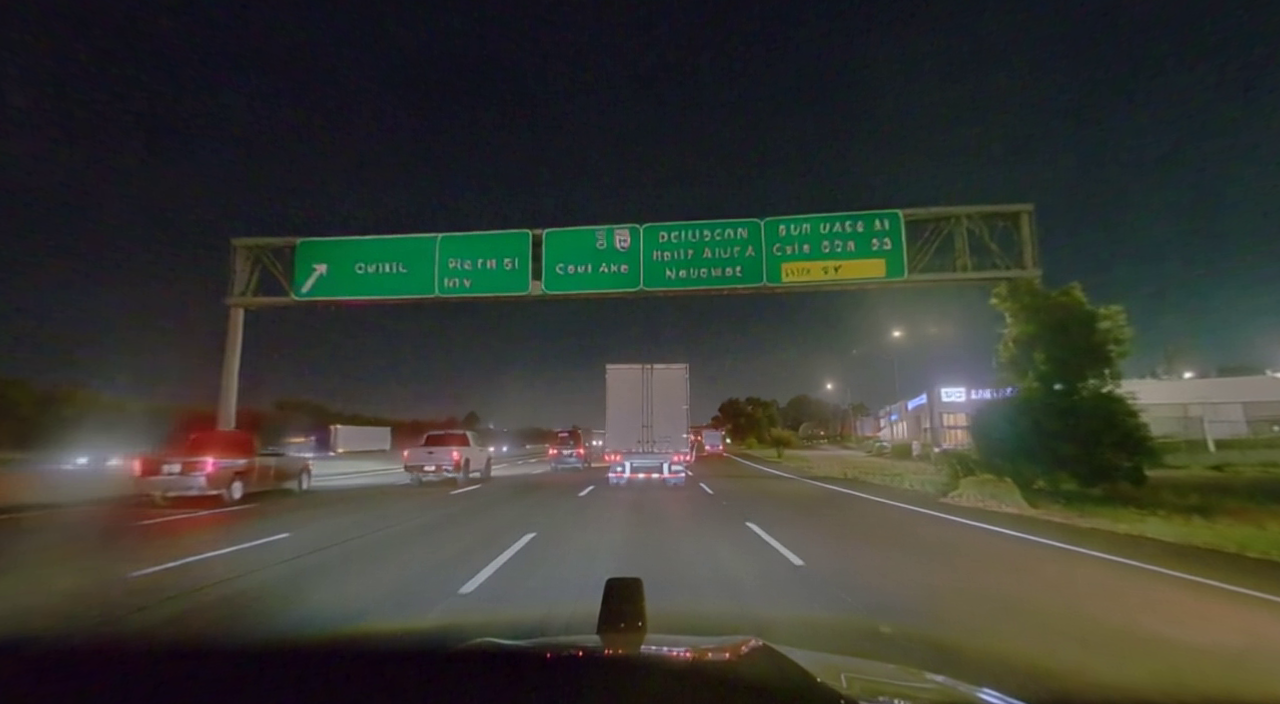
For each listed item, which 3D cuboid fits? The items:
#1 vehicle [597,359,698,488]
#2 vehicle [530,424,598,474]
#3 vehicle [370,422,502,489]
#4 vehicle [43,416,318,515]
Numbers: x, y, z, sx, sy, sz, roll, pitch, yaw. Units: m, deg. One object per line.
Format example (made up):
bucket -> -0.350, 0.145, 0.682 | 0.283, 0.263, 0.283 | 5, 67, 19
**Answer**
vehicle -> 0.182, 2.833, 23.611 | 2.941, 3.794, 9.851 | 0, -9, 0
vehicle -> -3.405, 4.570, 29.705 | 2.379, 2.075, 6.169 | 0, -9, 1
vehicle -> -6.693, 3.518, 21.704 | 2.479, 1.978, 5.952 | 0, -9, 1
vehicle -> -10.322, 2.627, 15.077 | 2.089, 1.885, 5.888 | 0, -9, 1
